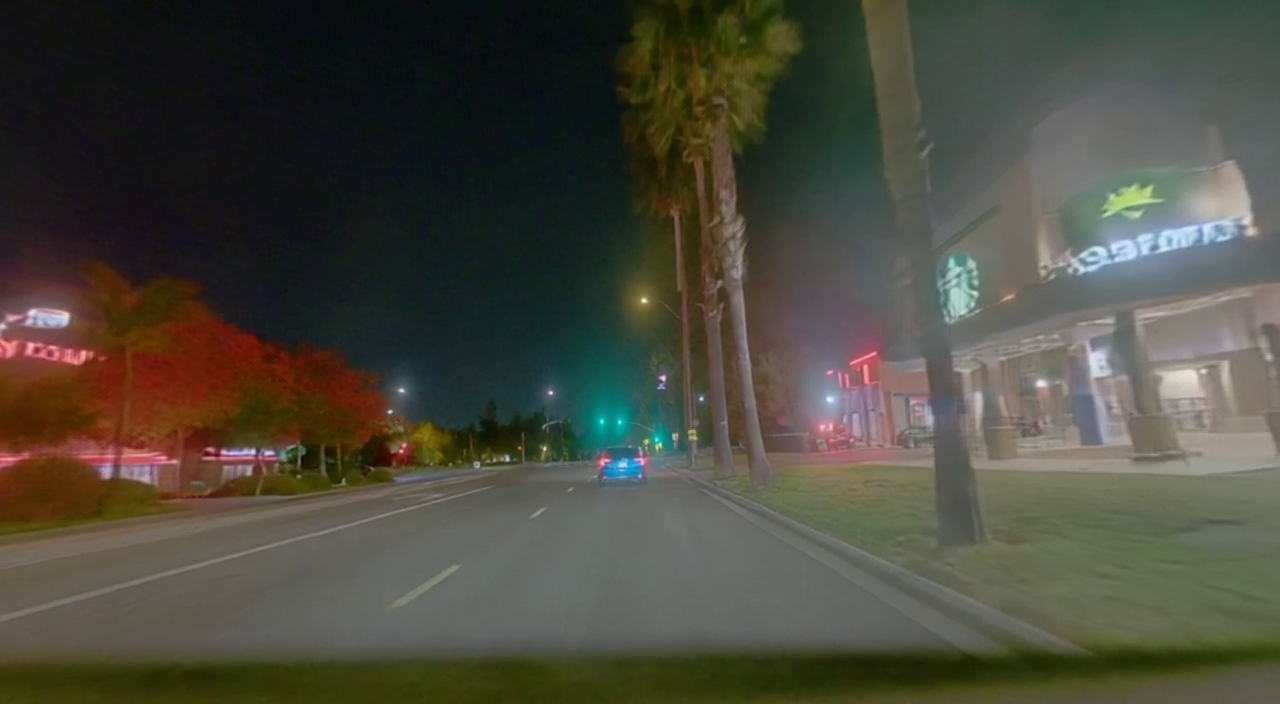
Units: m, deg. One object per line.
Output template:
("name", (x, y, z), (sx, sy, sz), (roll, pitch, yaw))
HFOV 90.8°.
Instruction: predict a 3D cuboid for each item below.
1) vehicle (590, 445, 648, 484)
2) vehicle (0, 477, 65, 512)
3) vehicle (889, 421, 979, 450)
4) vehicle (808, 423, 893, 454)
("vehicle", (-0.848, 4.557, 26.016), (2.156, 1.462, 4.495), (0, -8, -1))
("vehicle", (-32.681, 7.602, 33.940), (1.791, 1.511, 4.030), (5, -10, -31))
("vehicle", (17.682, 5.062, 38.217), (1.856, 1.665, 4.574), (5, -10, -32))
("vehicle", (12.456, 5.223, 37.687), (1.873, 1.657, 4.557), (5, -11, -31))
